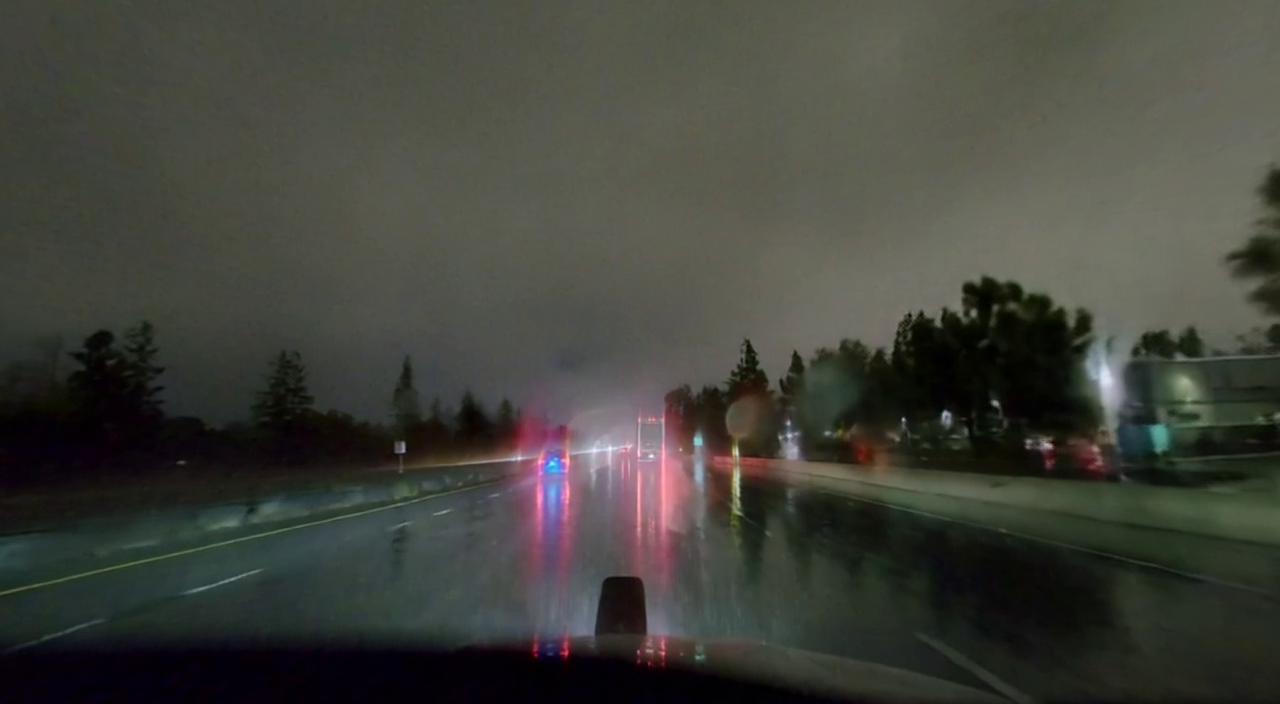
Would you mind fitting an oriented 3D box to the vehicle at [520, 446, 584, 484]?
[{"bbox_3d":[-3.872,5.073,28.716,1.999,1.533,4.870,-1,-9,3],"label":"vehicle"}]
